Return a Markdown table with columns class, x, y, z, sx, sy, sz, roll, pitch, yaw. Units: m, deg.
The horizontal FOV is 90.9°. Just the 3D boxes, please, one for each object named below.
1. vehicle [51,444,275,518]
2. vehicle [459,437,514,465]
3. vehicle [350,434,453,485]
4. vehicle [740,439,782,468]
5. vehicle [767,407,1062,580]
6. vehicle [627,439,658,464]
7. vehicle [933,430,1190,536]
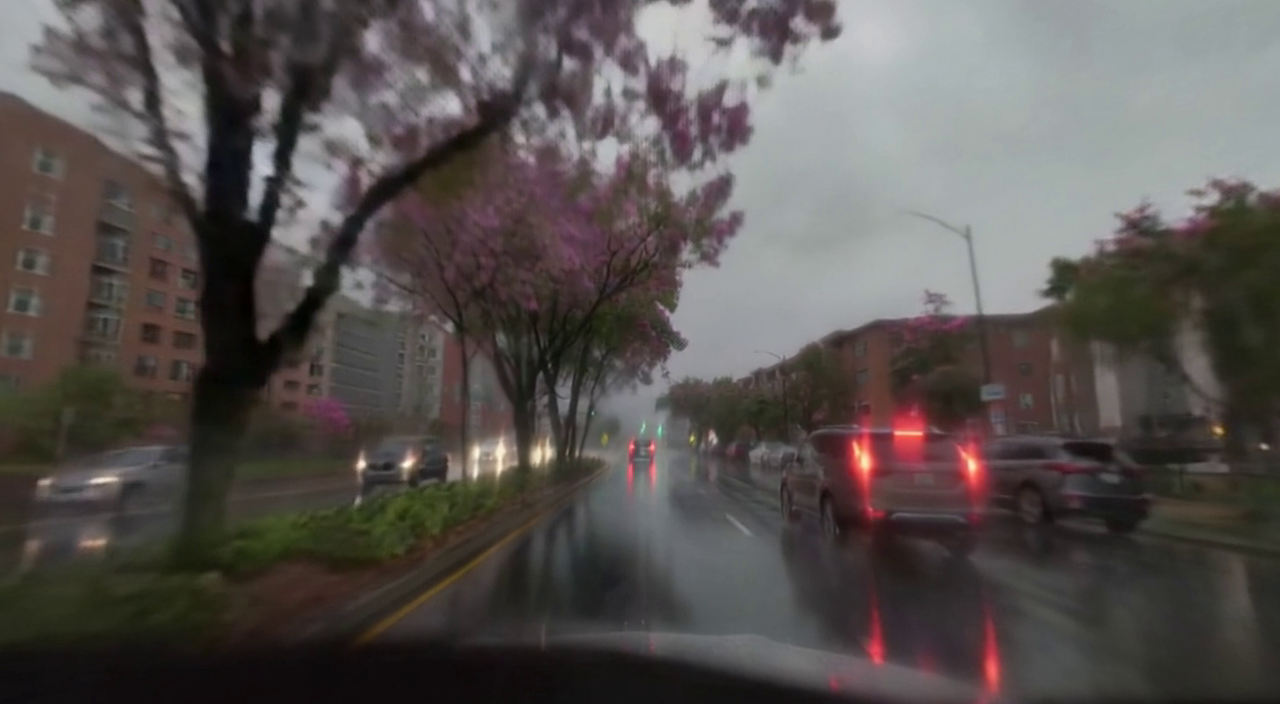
| class | x | y | z | sx | sy | sz | roll | pitch | yaw |
| --- | --- | --- | --- | --- | --- | --- | --- | --- | --- |
| vehicle | -11.446 | 3.064 | 15.656 | 2.053 | 1.545 | 4.417 | 0 | -8 | 1 |
| vehicle | -10.934 | 7.111 | 45.403 | 2.502 | 1.881 | 5.953 | 0 | -8 | 0 |
| vehicle | -8.517 | 3.868 | 23.010 | 2.042 | 1.654 | 4.504 | 0 | -8 | 0 |
| vehicle | 7.802 | 6.568 | 40.950 | 1.895 | 1.799 | 4.265 | 0 | -8 | 0 |
| vehicle | 3.277 | 1.781 | 8.795 | 2.071 | 1.747 | 4.549 | 0 | -8 | 0 |
| vehicle | 0.221 | 7.563 | 47.937 | 2.244 | 1.813 | 4.129 | 0 | -8 | 1 |
| vehicle | 7.716 | 2.398 | 12.227 | 1.869 | 1.658 | 4.405 | 0 | -8 | 0 |
